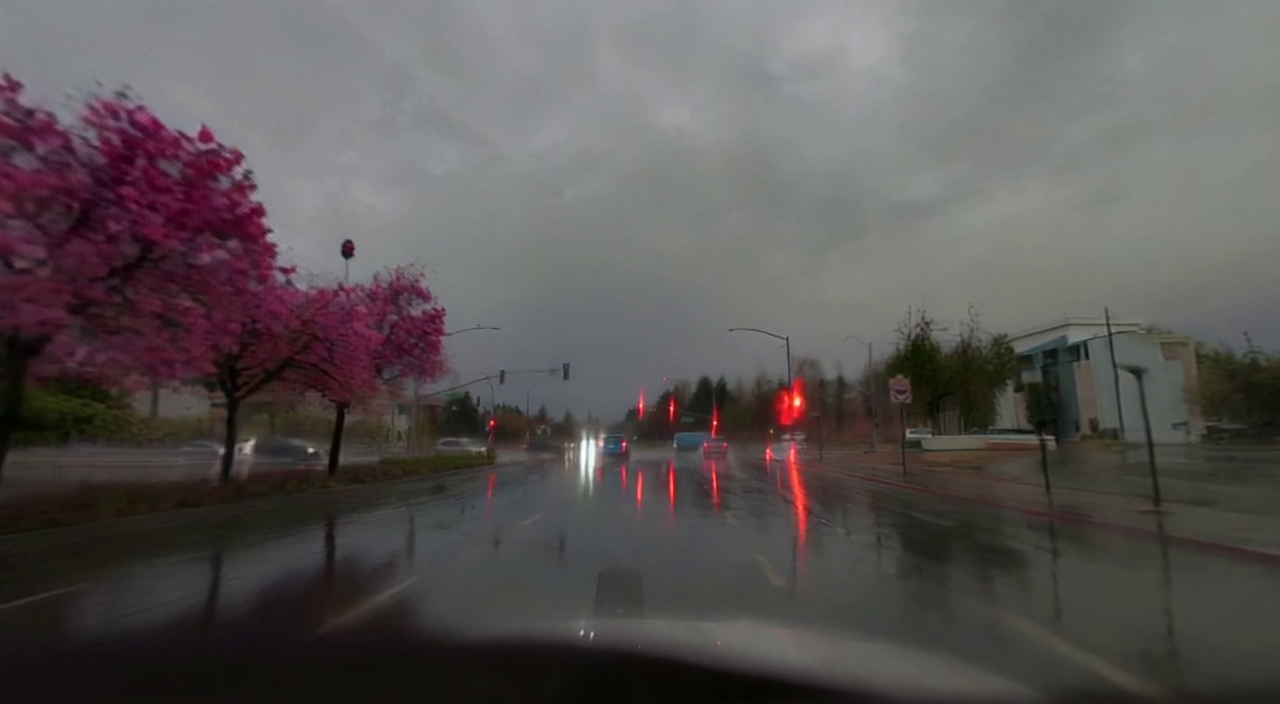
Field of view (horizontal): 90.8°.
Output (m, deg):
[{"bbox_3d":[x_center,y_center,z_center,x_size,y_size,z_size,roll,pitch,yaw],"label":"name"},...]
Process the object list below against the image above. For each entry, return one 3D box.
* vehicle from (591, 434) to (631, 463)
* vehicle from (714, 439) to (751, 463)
[{"bbox_3d":[-1.805,6.182,40.513,1.995,1.703,4.367,-1,-9,4],"label":"vehicle"},{"bbox_3d":[6.194,6.684,42.753,2.007,1.466,4.291,-1,-8,2],"label":"vehicle"}]
